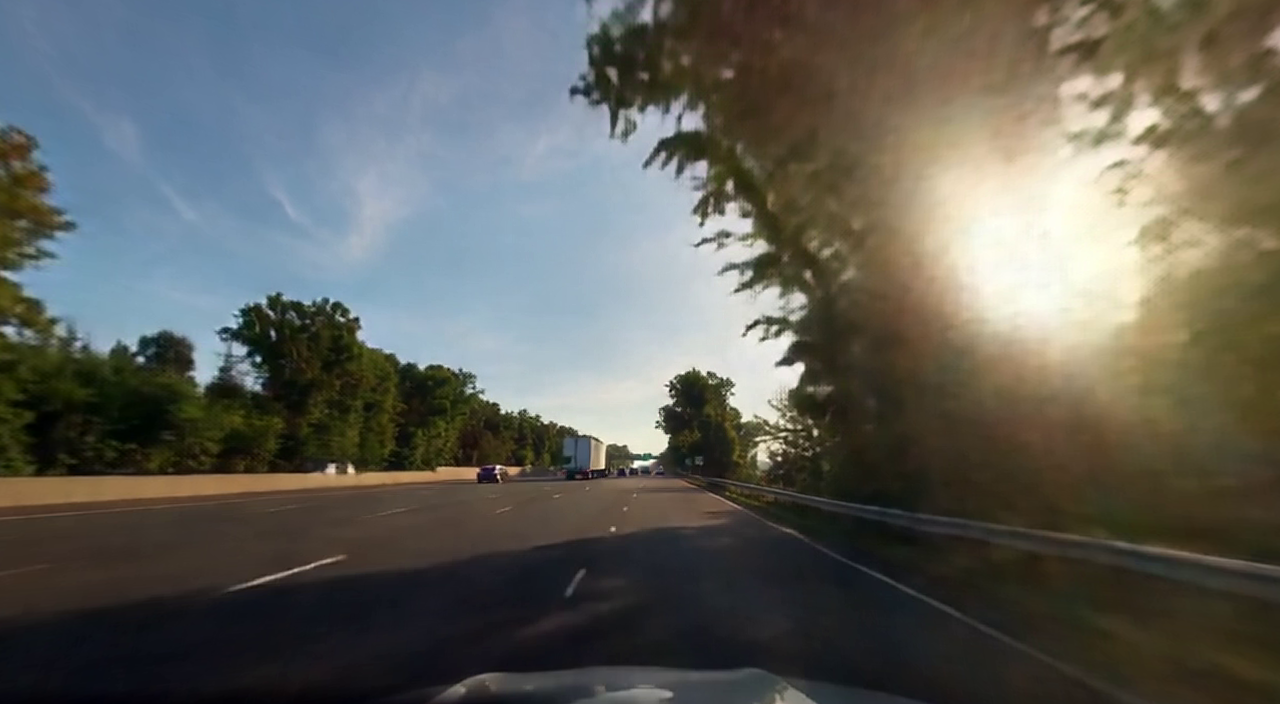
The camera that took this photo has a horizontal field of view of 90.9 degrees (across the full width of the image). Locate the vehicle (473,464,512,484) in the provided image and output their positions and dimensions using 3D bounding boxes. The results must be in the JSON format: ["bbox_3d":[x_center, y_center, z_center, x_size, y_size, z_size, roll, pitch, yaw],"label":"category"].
[{"bbox_3d":[-11.321,9.394,48.636,1.745,1.430,4.252,0,-10,4],"label":"vehicle"}]
